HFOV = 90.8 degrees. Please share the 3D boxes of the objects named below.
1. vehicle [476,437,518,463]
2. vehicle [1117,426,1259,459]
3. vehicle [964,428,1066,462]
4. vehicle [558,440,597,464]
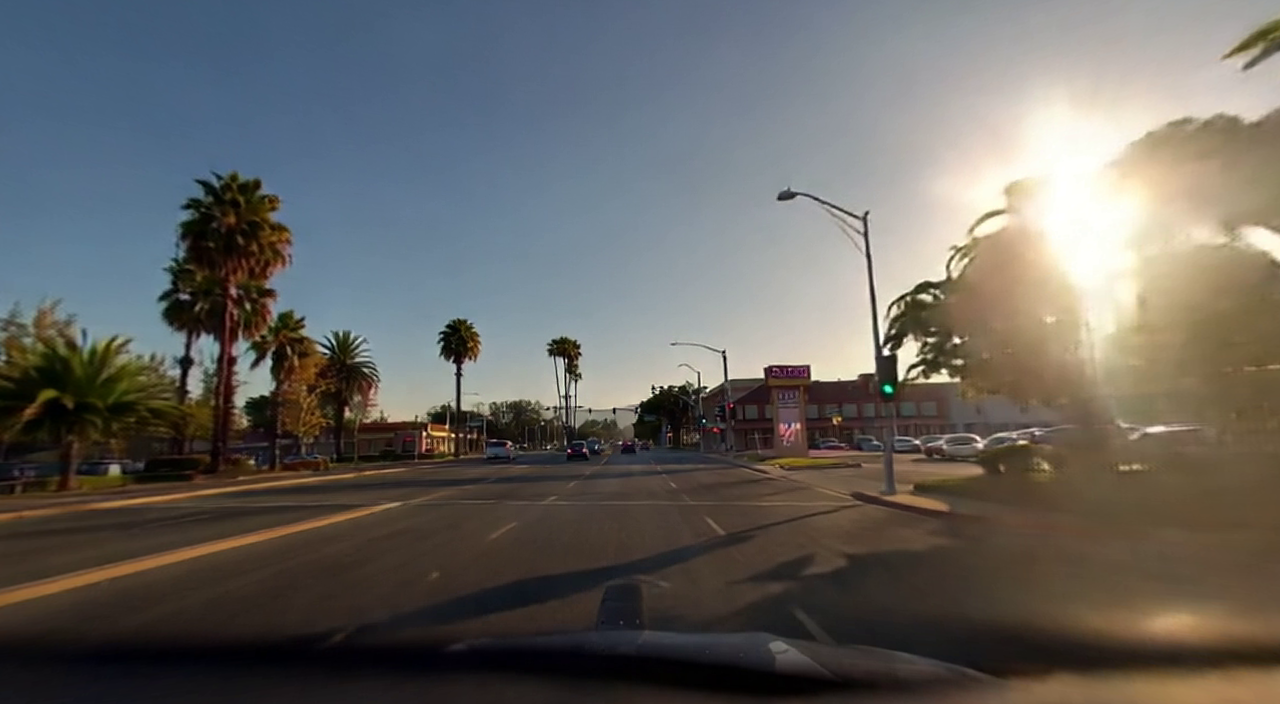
[{"bbox_3d":[-10.425,7.175,46.344,2.022,1.746,4.406,0,-9,0],"label":"vehicle"},{"bbox_3d":[27.097,4.541,31.499,4.809,1.499,2.130,-4,-9,23],"label":"vehicle"},{"bbox_3d":[20.496,5.138,34.775,4.548,1.741,1.971,-4,-10,25],"label":"vehicle"},{"bbox_3d":[-4.043,6.575,41.514,2.181,1.483,4.123,0,-9,-1],"label":"vehicle"}]
